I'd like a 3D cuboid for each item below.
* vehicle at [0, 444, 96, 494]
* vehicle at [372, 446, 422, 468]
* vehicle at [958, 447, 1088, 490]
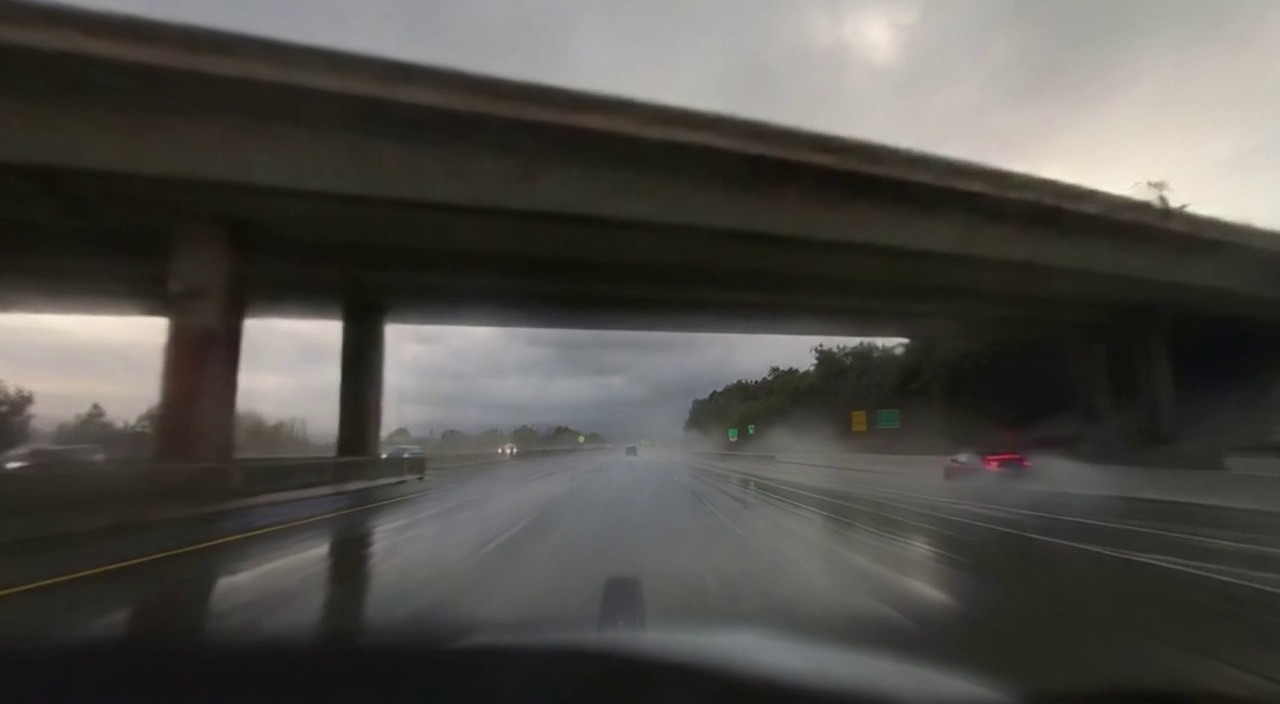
[{"bbox_3d":[-23.270,4.301,23.441,1.950,1.744,4.711,0,-9,0],"label":"vehicle"},{"bbox_3d":[-17.538,7.572,45.834,1.842,1.484,4.507,0,-9,0],"label":"vehicle"},{"bbox_3d":[15.268,4.646,25.627,1.959,1.519,5.235,0,-9,-1],"label":"vehicle"}]
